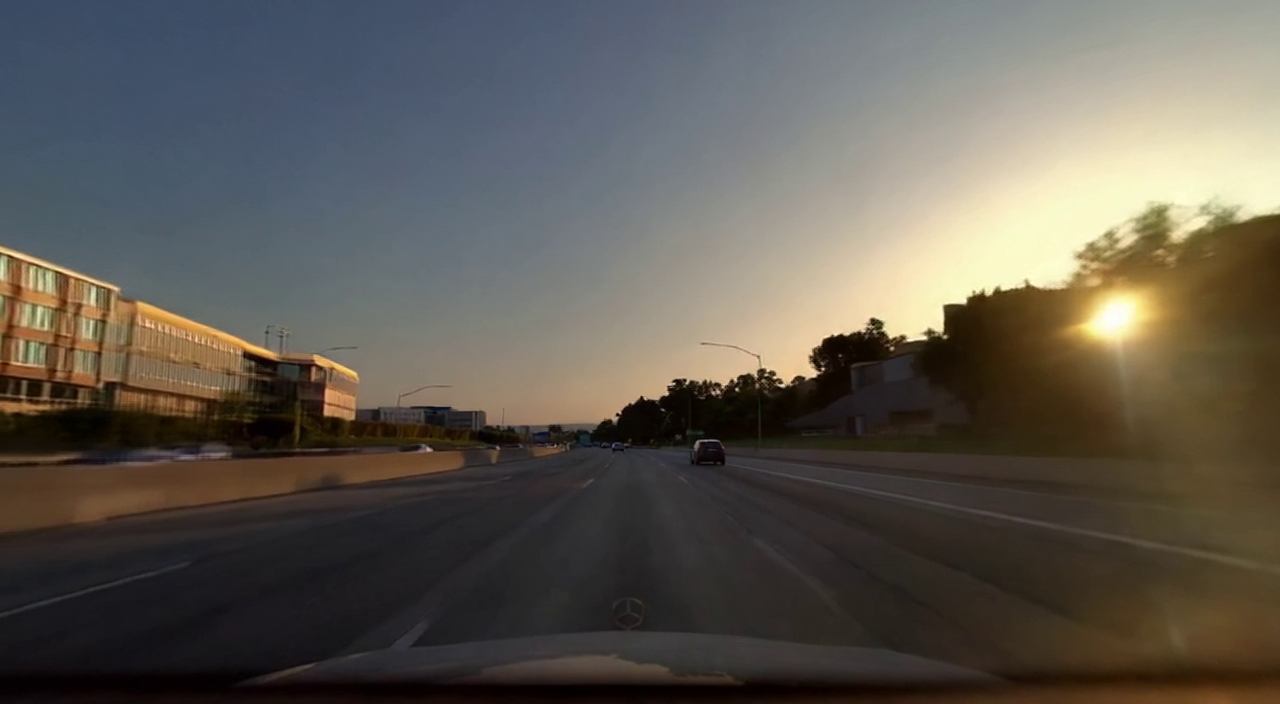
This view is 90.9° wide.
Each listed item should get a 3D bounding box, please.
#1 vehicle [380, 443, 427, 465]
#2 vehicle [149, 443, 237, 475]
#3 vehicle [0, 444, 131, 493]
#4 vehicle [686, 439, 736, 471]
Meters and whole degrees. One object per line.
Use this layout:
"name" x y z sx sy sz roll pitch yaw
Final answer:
"vehicle" -17.324 7.485 46.478 1.855 1.504 4.310 0 -8 -1
"vehicle" -24.277 5.791 34.443 1.797 1.594 4.115 0 -8 -1
"vehicle" -20.352 3.924 21.648 1.859 1.479 4.733 -1 -8 -1
"vehicle" 3.488 5.153 31.784 1.926 1.477 4.025 0 -8 -2
